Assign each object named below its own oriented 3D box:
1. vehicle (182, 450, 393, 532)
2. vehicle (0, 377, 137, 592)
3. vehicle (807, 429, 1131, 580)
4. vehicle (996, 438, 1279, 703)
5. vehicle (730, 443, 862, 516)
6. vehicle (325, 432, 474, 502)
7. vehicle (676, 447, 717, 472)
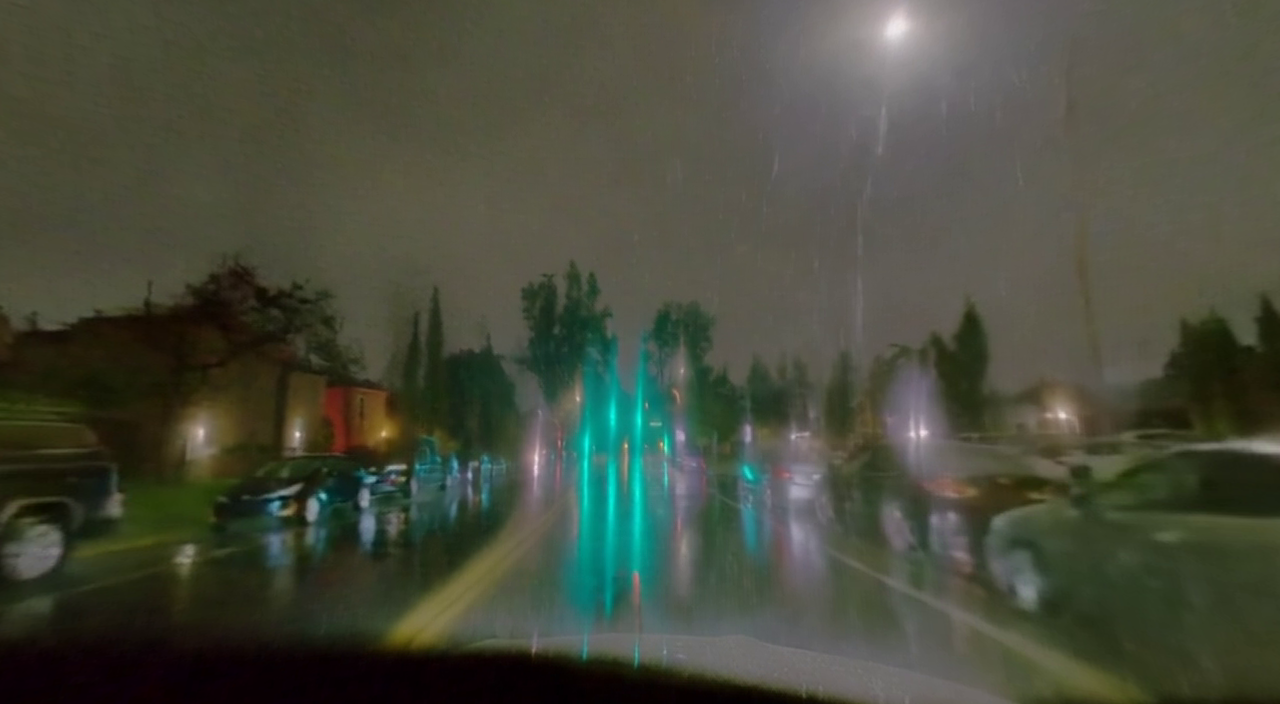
[{"bbox_3d":[-7.568,2.995,14.254,2.057,1.486,4.759,0,-9,0],"label":"vehicle"},{"bbox_3d":[-7.577,1.208,5.413,2.146,2.167,5.339,0,-9,-2],"label":"vehicle"},{"bbox_3d":[4.055,1.929,8.942,1.854,1.537,4.759,0,-9,-3],"label":"vehicle"},{"bbox_3d":[4.032,1.137,3.013,2.090,1.435,4.376,0,-9,0],"label":"vehicle"},{"bbox_3d":[3.525,2.962,15.231,2.033,1.467,4.471,0,-9,0],"label":"vehicle"},{"bbox_3d":[-7.622,3.709,20.873,2.613,1.959,5.843,0,-9,0],"label":"vehicle"},{"bbox_3d":[3.460,6.734,39.602,2.005,1.466,4.767,0,-9,-1],"label":"vehicle"}]
